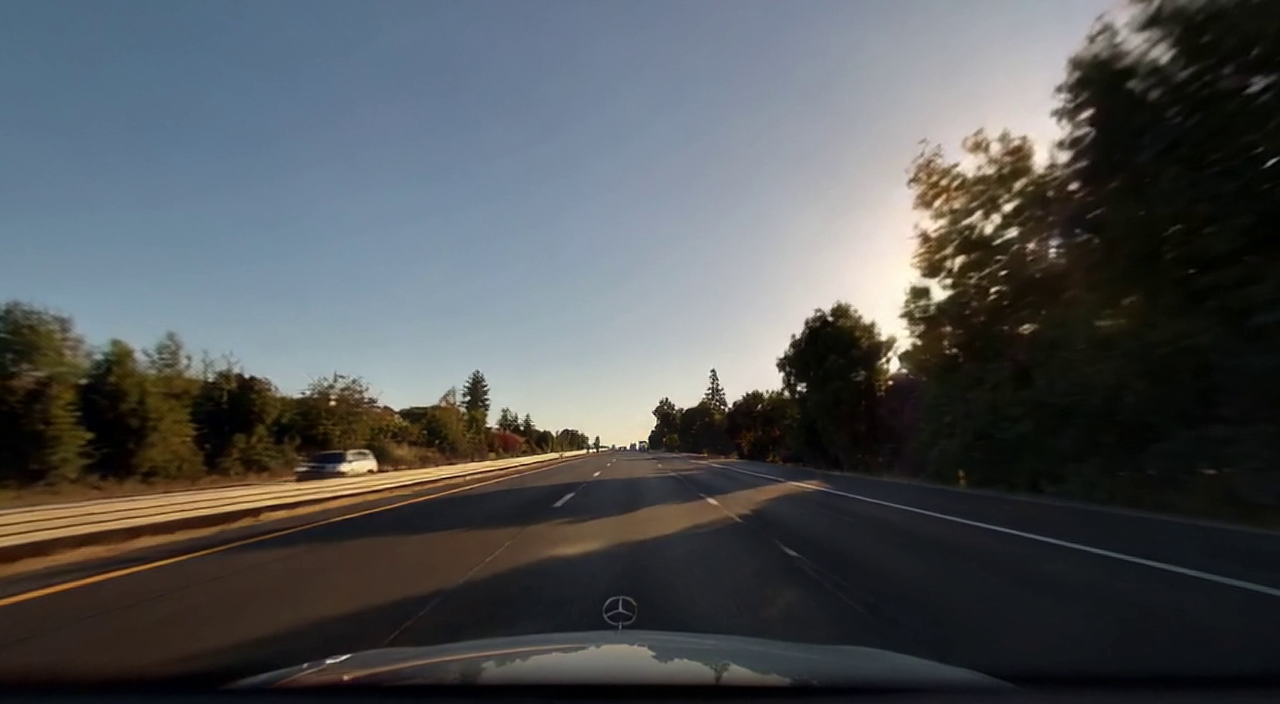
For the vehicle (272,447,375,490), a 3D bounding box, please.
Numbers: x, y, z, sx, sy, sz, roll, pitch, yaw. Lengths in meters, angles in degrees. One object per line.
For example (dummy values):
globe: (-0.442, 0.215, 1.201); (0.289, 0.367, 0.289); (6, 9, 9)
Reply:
vehicle: (-12.994, 4.778, 26.078); (1.943, 1.598, 4.516); (0, -9, -1)
